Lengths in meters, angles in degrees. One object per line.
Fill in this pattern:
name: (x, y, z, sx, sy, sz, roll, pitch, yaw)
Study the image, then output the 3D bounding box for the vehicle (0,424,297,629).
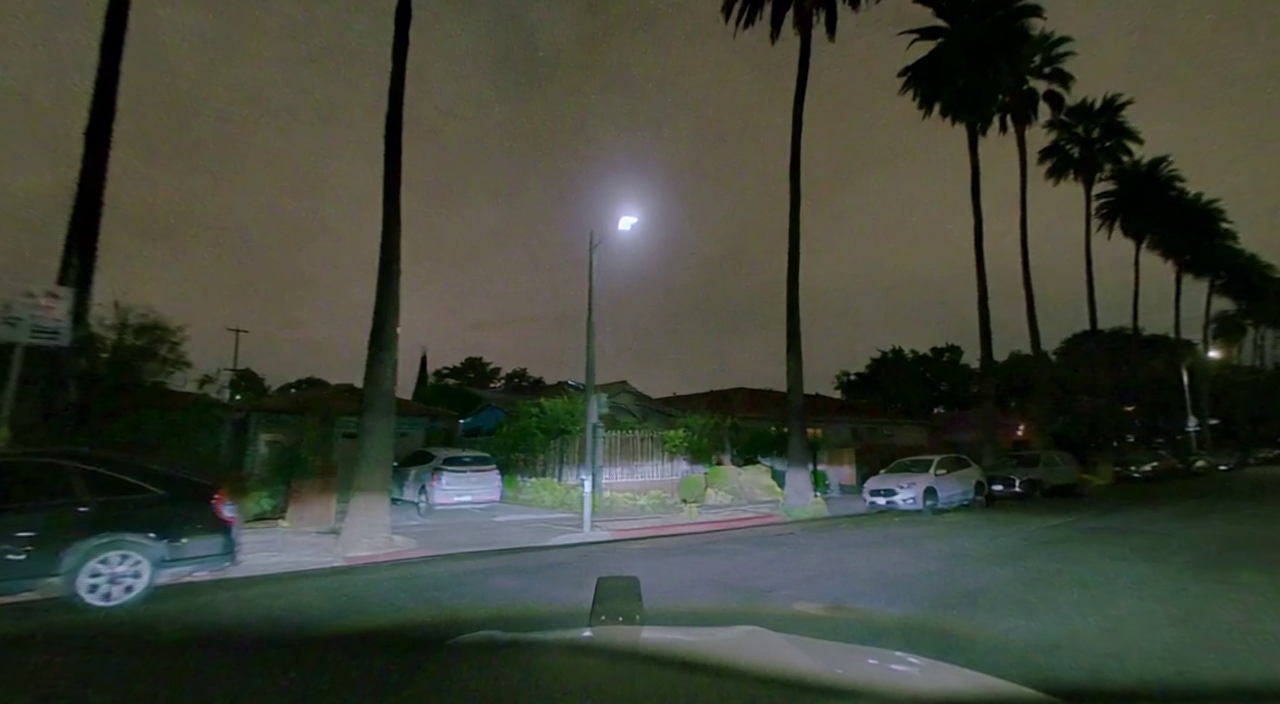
vehicle: (-5.962, 1.546, 5.930, 4.469, 1.655, 1.978, 6, -11, -37)

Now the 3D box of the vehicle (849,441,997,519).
vehicle: (7.255, 3.162, 16.120, 3.777, 1.697, 1.816, 6, -11, -39)

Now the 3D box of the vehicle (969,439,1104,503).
vehicle: (13.249, 3.853, 20.997, 5.168, 1.819, 2.020, 6, -11, -38)

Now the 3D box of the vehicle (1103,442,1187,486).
vehicle: (22.952, 5.012, 28.652, 4.381, 1.803, 1.947, 6, -11, -40)

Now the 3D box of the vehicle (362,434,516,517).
vehicle: (-4.830, 2.816, 14.872, 2.134, 1.630, 4.057, 6, -11, -37)

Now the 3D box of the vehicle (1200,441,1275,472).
vehicle: (38.485, 6.663, 40.607, 5.876, 1.808, 2.316, 5, -11, -36)
